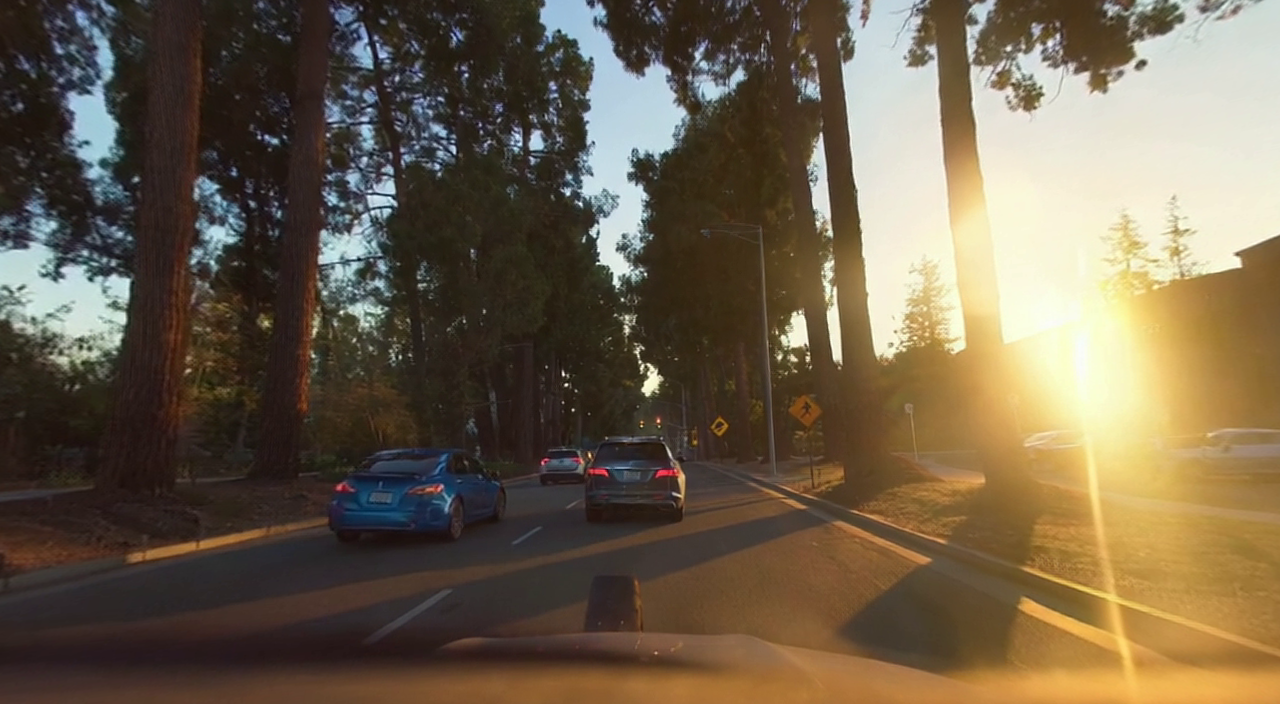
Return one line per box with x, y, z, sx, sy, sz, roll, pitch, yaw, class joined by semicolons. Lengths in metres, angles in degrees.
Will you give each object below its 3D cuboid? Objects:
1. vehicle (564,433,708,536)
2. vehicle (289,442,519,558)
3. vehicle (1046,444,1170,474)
-0.047;2.351;11.818;2.229;1.591;3.897;0;-8;1;vehicle
-3.446;2.219;10.327;1.922;1.464;4.424;0;-8;2;vehicle
28.098;6.384;38.007;5.955;1.702;2.166;1;-8;-6;vehicle
